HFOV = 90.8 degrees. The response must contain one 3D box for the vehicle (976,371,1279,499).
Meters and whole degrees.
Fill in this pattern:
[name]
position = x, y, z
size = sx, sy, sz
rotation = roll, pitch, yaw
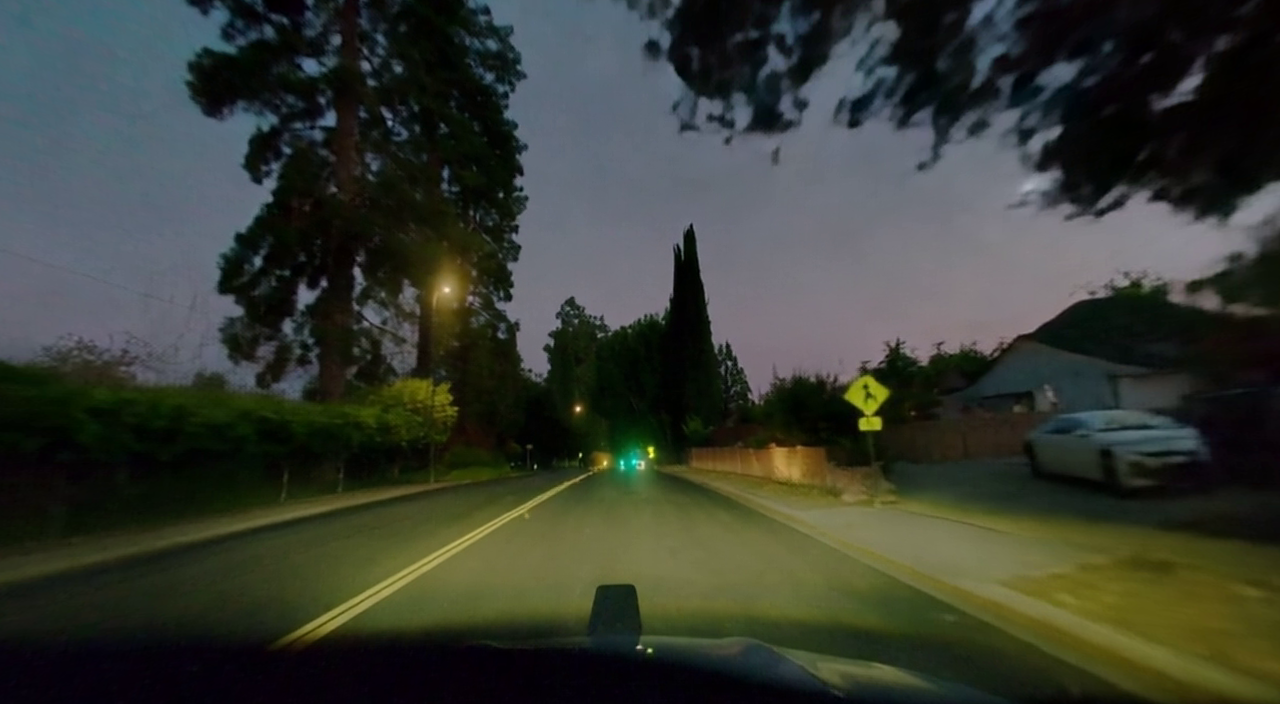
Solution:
[vehicle]
position = 9.735, 1.760, 13.180
size = 2.335, 2.028, 6.172
rotation = -1, -8, 3
